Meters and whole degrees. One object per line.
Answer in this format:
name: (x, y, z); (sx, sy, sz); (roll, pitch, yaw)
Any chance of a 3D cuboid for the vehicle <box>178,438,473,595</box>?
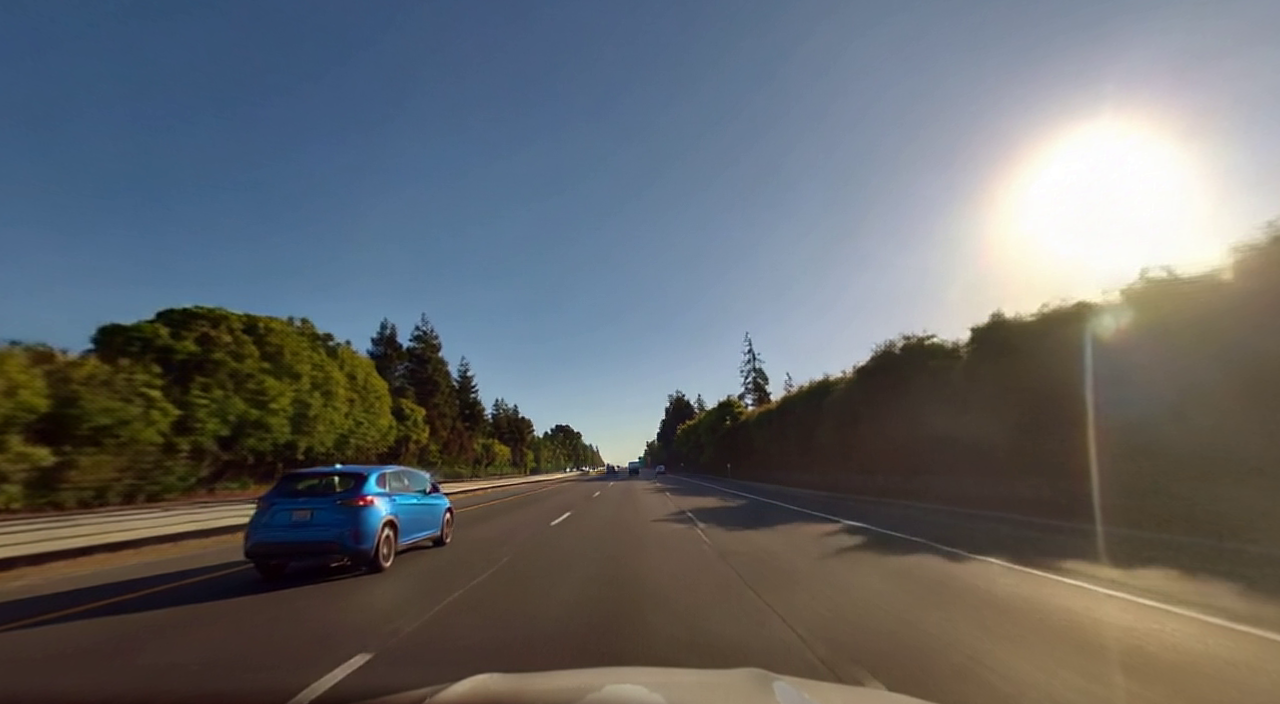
vehicle: (-3.721, 2.033, 8.442); (1.797, 1.532, 4.072); (1, -10, 0)
